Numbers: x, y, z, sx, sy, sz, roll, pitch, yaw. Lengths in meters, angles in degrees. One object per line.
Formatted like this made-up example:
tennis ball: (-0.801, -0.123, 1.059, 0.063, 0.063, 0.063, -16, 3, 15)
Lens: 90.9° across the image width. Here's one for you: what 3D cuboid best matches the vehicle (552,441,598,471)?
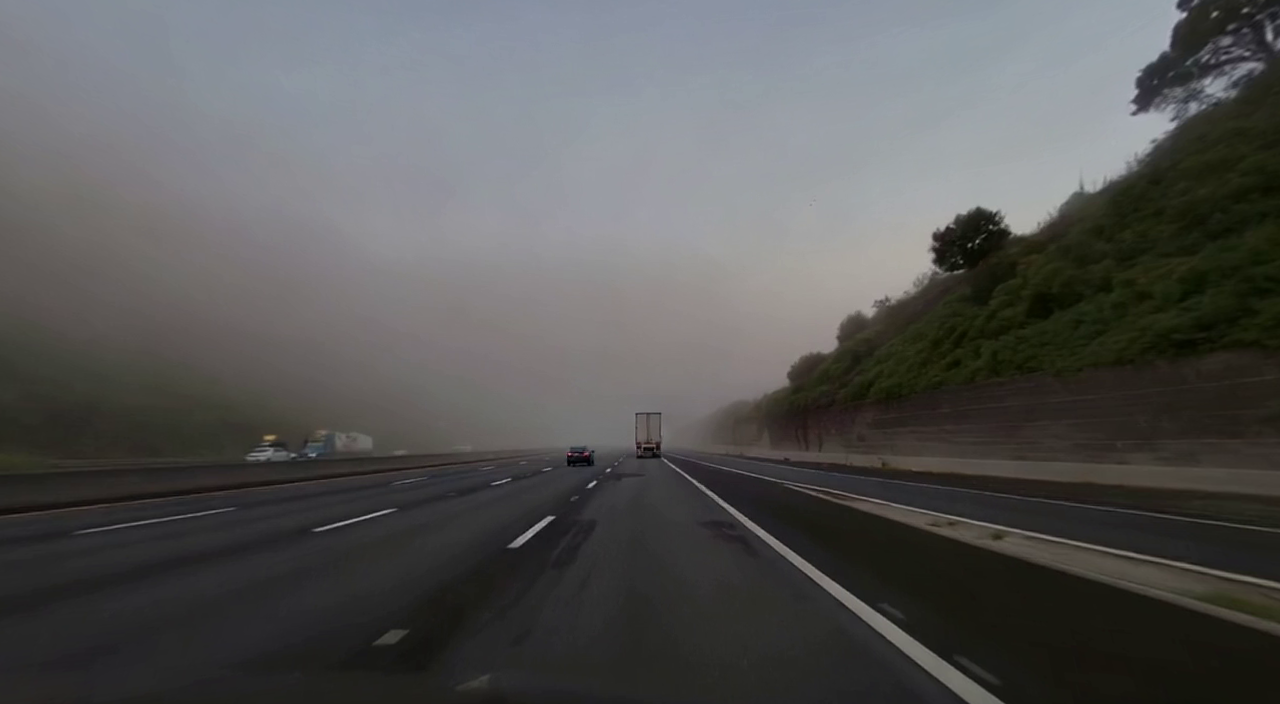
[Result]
vehicle: (-3.431, 5.616, 34.164, 1.983, 1.508, 4.060, 0, -8, 1)
